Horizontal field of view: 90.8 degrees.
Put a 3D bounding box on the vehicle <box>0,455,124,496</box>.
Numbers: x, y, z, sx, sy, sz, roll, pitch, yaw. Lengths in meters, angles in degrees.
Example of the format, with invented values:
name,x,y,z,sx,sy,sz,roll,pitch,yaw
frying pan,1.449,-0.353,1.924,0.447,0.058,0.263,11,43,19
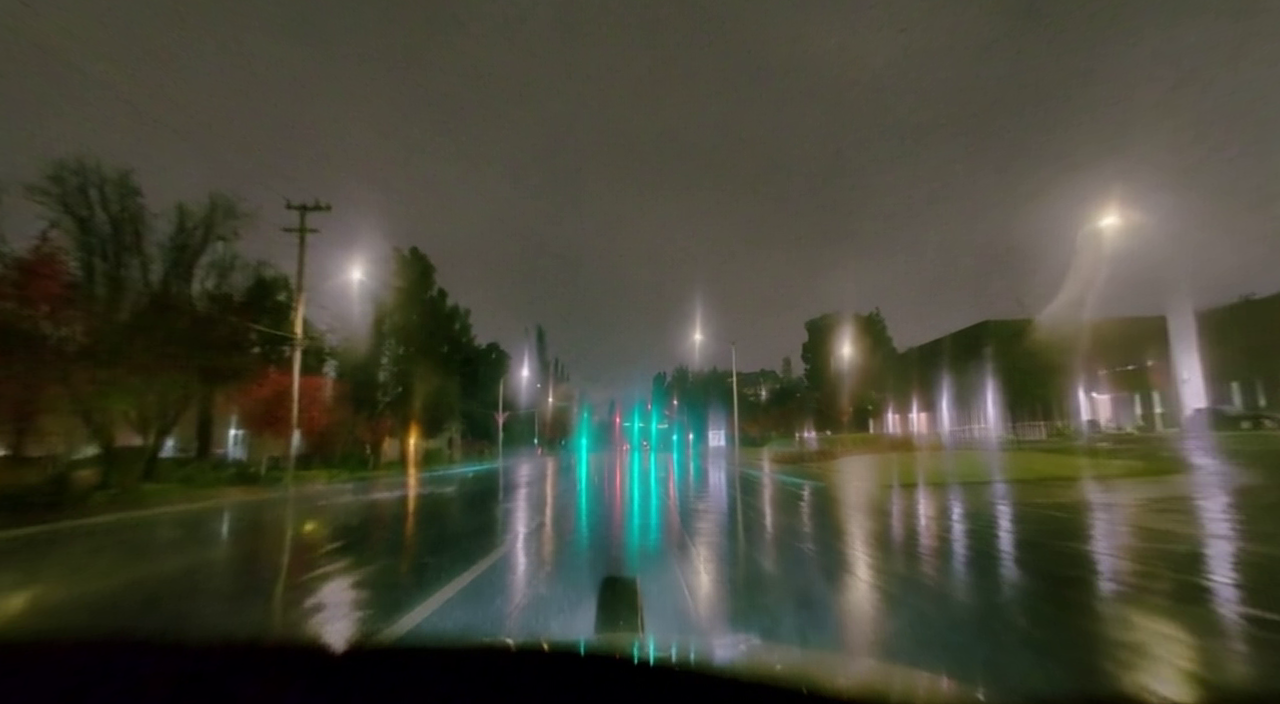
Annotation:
name,x,y,z,sx,sy,sz,roll,pitch,yaw
vehicle,-23.264,4.783,24.578,4.686,1.495,1.879,0,-9,1

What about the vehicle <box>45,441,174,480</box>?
name,x,y,z,sx,sy,sz,roll,pitch,yaw
vehicle,-27.949,5.716,33.422,4.927,1.980,2.083,0,-8,2

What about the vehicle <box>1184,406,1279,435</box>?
name,x,y,z,sx,sy,sz,roll,pitch,yaw
vehicle,32.452,3.738,34.435,3.904,1.508,1.724,0,-9,1
